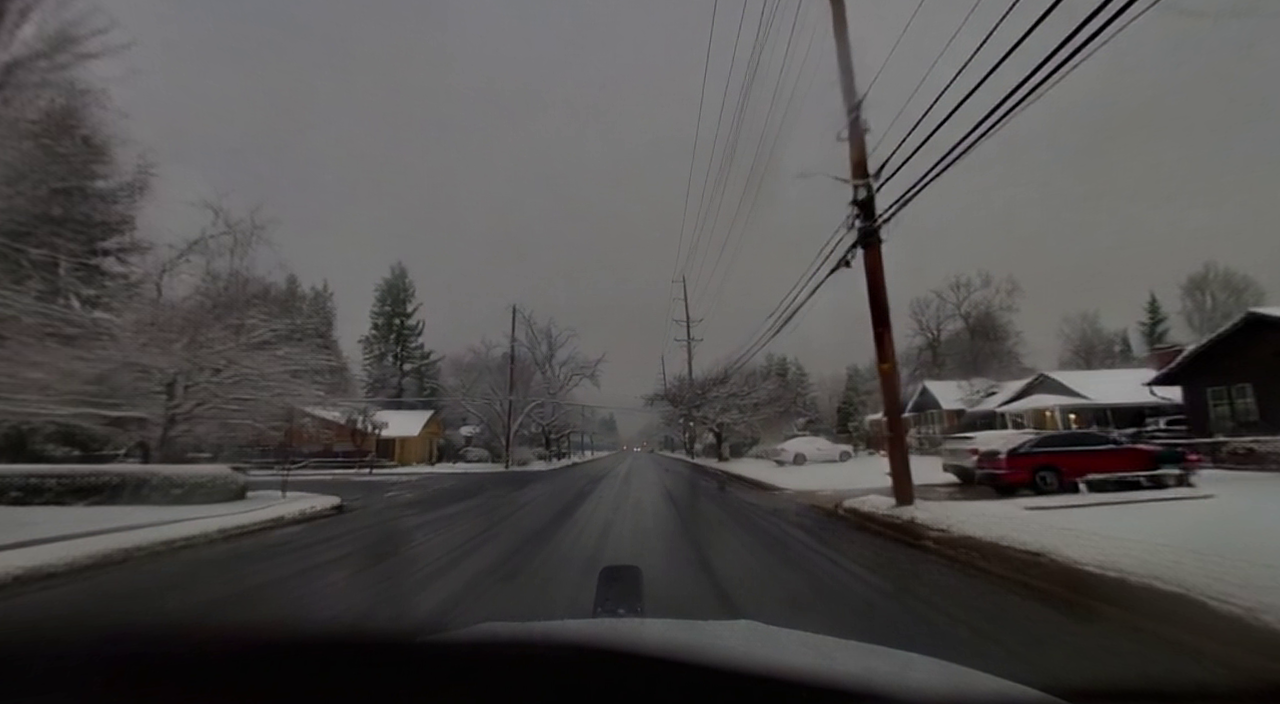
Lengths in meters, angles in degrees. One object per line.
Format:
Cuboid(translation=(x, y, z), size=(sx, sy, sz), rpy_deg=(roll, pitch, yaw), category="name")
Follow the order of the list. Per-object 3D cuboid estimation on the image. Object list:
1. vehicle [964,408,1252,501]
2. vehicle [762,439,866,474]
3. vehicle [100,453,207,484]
Cuboid(translation=(10.241, 2.294, 14.230), size=(4.686, 1.786, 2.019), rpy_deg=(-3, -8, 5), category="vehicle")
Cuboid(translation=(9.135, 5.533, 33.585), size=(4.846, 1.577, 2.146), rpy_deg=(-2, -8, 0), category="vehicle")
Cuboid(translation=(-27.028, 6.464, 35.204), size=(4.360, 1.582, 1.920), rpy_deg=(0, -7, -2), category="vehicle")
